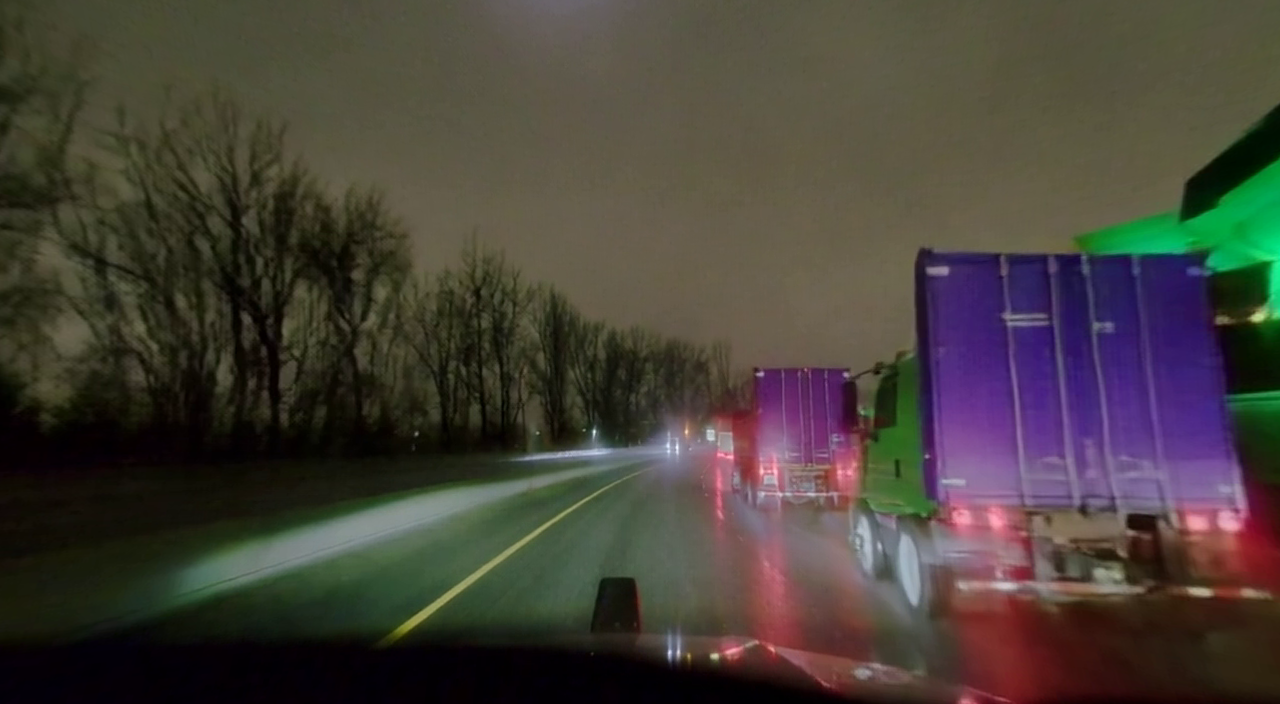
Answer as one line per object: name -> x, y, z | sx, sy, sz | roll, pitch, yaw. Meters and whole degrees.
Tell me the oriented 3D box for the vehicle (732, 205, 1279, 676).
vehicle -> 4.107, 1.692, 11.952 | 2.916, 3.563, 14.462 | -1, -9, 2
